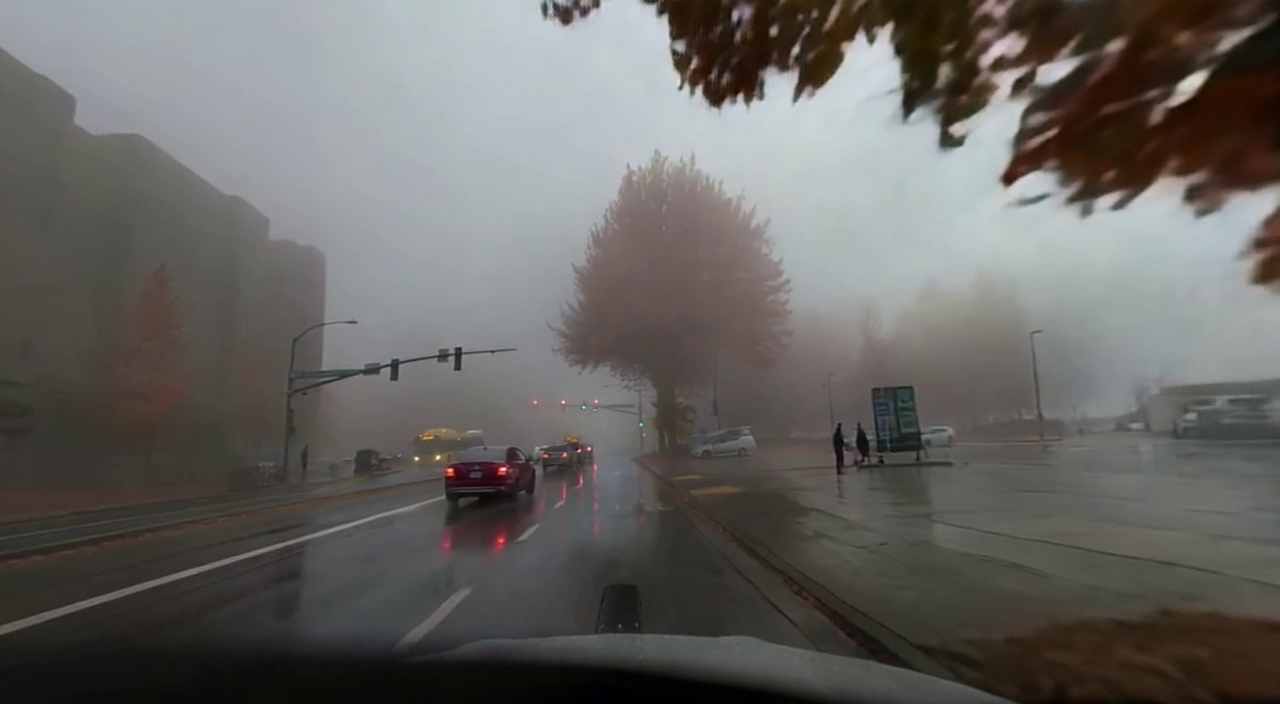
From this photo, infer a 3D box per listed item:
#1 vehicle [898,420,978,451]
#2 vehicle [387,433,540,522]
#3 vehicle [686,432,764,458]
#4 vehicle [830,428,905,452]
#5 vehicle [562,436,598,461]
[{"bbox_3d":[19.439,5.452,40.977,4.172,1.687,1.773,-3,-8,-3],"label":"vehicle"},{"bbox_3d":[-3.354,2.477,12.847,2.092,1.507,4.078,0,-9,-2],"label":"vehicle"},{"bbox_3d":[5.723,6.339,42.639,4.894,1.451,2.089,-2,-8,-2],"label":"vehicle"},{"bbox_3d":[14.779,5.755,40.867,4.064,1.507,2.078,0,-9,-1],"label":"vehicle"},{"bbox_3d":[-4.325,7.045,45.738,2.365,1.751,3.904,0,-9,-3],"label":"vehicle"}]
